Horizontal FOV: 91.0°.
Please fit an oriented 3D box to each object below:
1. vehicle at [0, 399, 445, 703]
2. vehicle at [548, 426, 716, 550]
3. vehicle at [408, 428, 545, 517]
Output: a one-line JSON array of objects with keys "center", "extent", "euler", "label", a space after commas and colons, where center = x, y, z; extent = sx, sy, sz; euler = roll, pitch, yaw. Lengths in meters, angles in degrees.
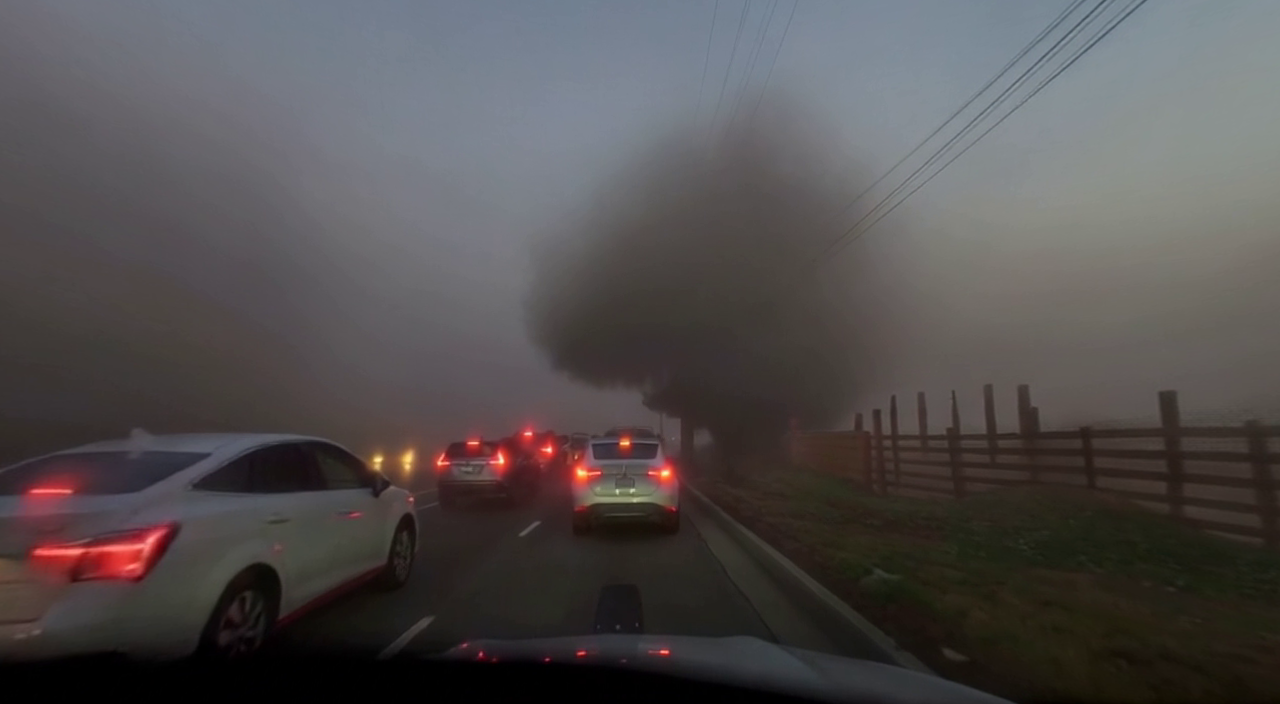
[{"center": [-3.157, 1.268, 4.510], "extent": [1.980, 1.520, 4.636], "euler": [0, -8, 1], "label": "vehicle"}, {"center": [-0.130, 1.907, 9.490], "extent": [1.995, 1.460, 3.865], "euler": [0, -8, -1], "label": "vehicle"}, {"center": [-3.228, 2.444, 13.234], "extent": [1.850, 1.582, 3.688], "euler": [0, -8, 0], "label": "vehicle"}]
